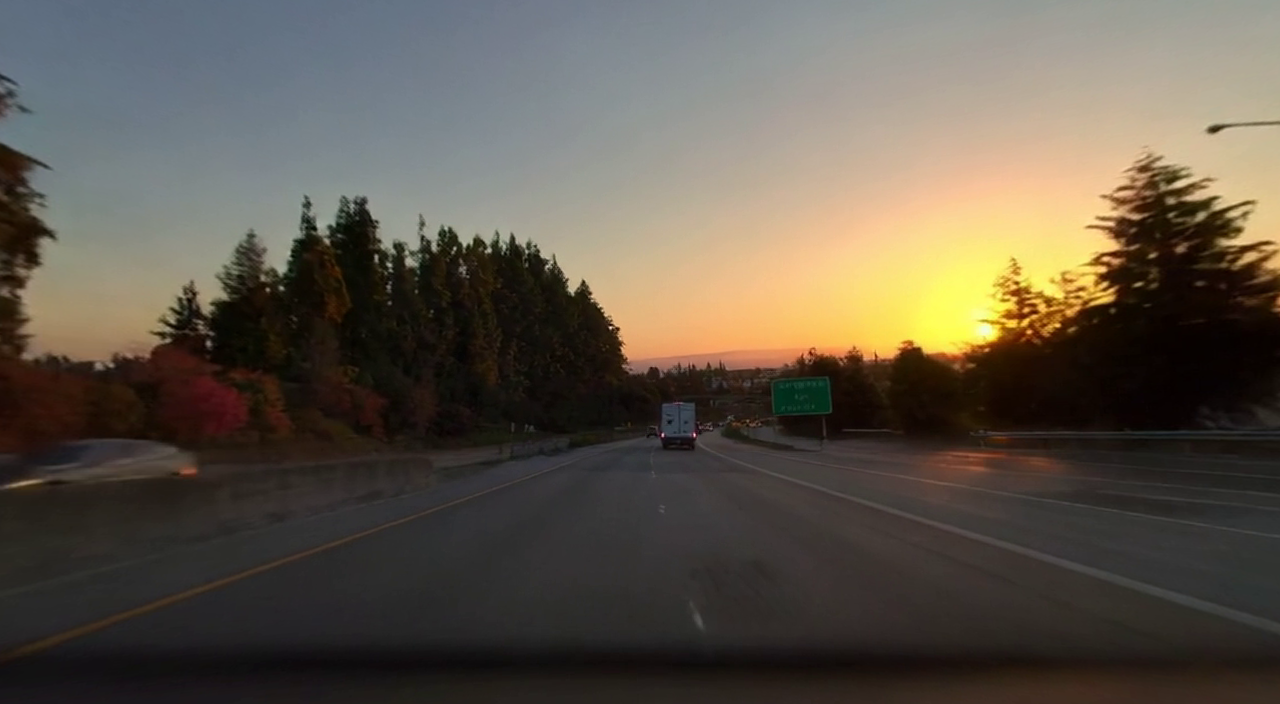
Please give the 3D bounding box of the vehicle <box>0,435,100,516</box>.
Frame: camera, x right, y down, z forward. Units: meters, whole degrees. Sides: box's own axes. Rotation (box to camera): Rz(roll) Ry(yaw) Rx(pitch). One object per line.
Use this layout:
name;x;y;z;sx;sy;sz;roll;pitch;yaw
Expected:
vehicle;-14.251;2.552;13.072;2.112;1.654;4.481;0;-8;0

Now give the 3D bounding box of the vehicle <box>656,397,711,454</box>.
vehicle;2.926;5.357;45.265;3.200;3.651;8.416;0;-8;-1
